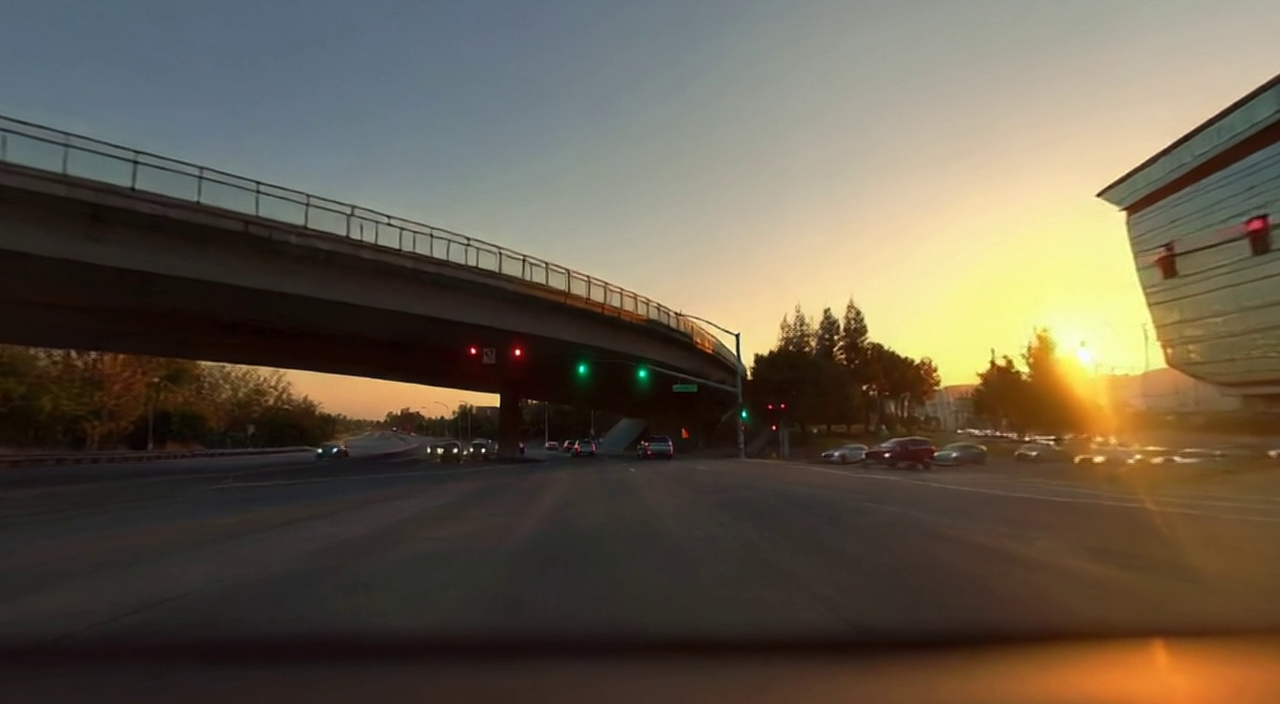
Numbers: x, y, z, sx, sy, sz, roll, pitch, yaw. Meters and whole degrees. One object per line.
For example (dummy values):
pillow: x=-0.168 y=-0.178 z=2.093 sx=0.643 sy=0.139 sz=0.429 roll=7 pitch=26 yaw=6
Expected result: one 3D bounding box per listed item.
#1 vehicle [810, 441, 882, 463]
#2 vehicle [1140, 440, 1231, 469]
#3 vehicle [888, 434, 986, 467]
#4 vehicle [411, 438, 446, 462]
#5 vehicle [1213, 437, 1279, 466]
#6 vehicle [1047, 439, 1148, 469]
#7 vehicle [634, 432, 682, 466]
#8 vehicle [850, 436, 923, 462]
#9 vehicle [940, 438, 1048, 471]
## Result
vehicle: x=14.250 y=6.897 z=43.739 sx=4.490 sy=1.430 sz=1.996 roll=3 pitch=-9 yaw=-22
vehicle: x=30.331 y=5.665 z=35.126 sx=4.427 sy=1.475 sz=1.897 roll=3 pitch=-9 yaw=-22
vehicle: x=15.776 y=5.203 z=33.578 sx=4.501 sy=1.631 sz=2.165 roll=3 pitch=-9 yaw=-22
vehicle: x=-16.320 y=7.545 z=48.833 sx=1.989 sy=1.619 sz=4.612 roll=1 pitch=-7 yaw=-12
vehicle: x=36.999 y=5.938 z=37.871 sx=4.589 sy=1.634 sz=1.883 roll=3 pitch=-9 yaw=-21
vehicle: x=23.733 y=5.245 z=32.792 sx=4.570 sy=1.455 sz=1.976 roll=3 pitch=-9 yaw=-22
vehicle: x=0.896 y=5.252 z=34.362 sx=2.024 sy=1.724 sz=3.928 roll=1 pitch=-8 yaw=-7
vehicle: x=15.629 y=6.138 z=40.053 sx=4.154 sy=1.603 sz=1.834 roll=3 pitch=-9 yaw=-22
vehicle: x=16.561 y=4.774 z=29.582 sx=4.538 sy=1.417 sz=1.948 roll=3 pitch=-9 yaw=-23
